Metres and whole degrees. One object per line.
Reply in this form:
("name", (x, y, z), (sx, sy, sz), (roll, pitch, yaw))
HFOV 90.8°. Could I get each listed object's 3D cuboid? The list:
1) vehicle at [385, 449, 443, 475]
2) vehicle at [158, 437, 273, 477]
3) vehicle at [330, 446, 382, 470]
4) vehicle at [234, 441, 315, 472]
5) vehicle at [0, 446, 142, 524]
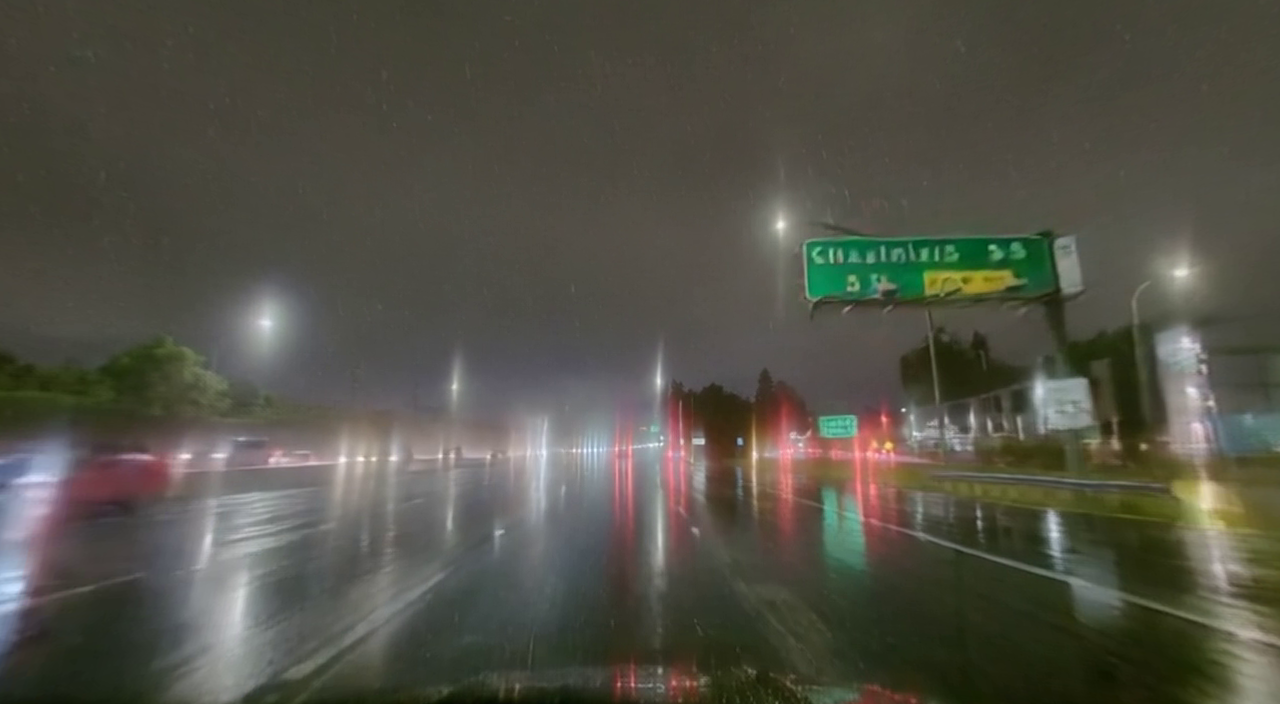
("vehicle", (-13.406, 6.533, 37.724), (1.881, 1.427, 4.211), (0, -9, 0))
("vehicle", (-23.319, 5.769, 35.098), (2.290, 1.994, 6.114), (0, -9, -2))
("vehicle", (-20.437, 7.607, 45.643), (1.936, 1.607, 4.160), (0, -9, -2))
("vehicle", (-23.574, 6.747, 41.063), (2.336, 1.904, 5.050), (0, -9, -2))
("vehicle", (-12.972, 2.645, 12.831), (1.969, 1.441, 4.622), (0, -9, -1))
